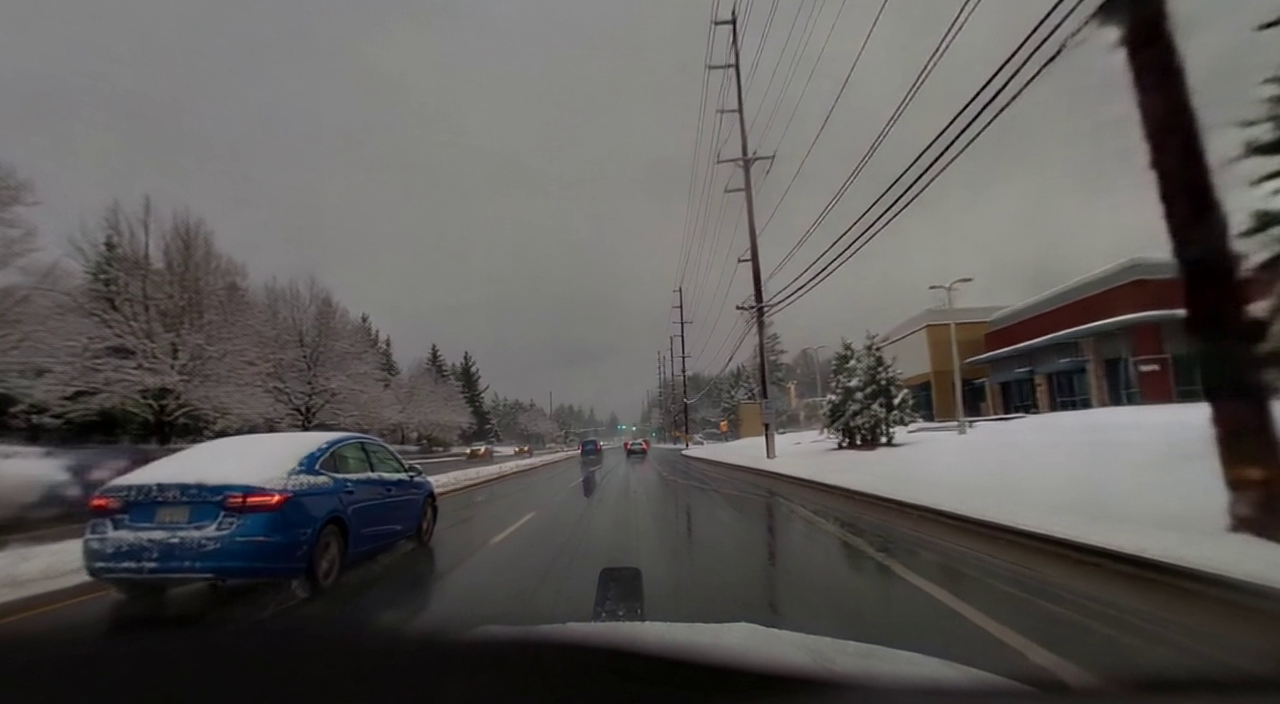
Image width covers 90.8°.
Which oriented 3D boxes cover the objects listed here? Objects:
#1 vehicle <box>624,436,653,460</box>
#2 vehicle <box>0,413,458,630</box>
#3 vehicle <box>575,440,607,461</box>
[{"bbox_3d":[-0.100,7.523,49.324,2.182,1.773,4.041,0,-9,0],"label":"vehicle"},{"bbox_3d":[-3.599,1.532,6.780,1.928,1.488,4.635,0,-9,0],"label":"vehicle"},{"bbox_3d":[-3.696,7.521,48.164,2.021,1.486,3.623,-1,-9,1],"label":"vehicle"}]
